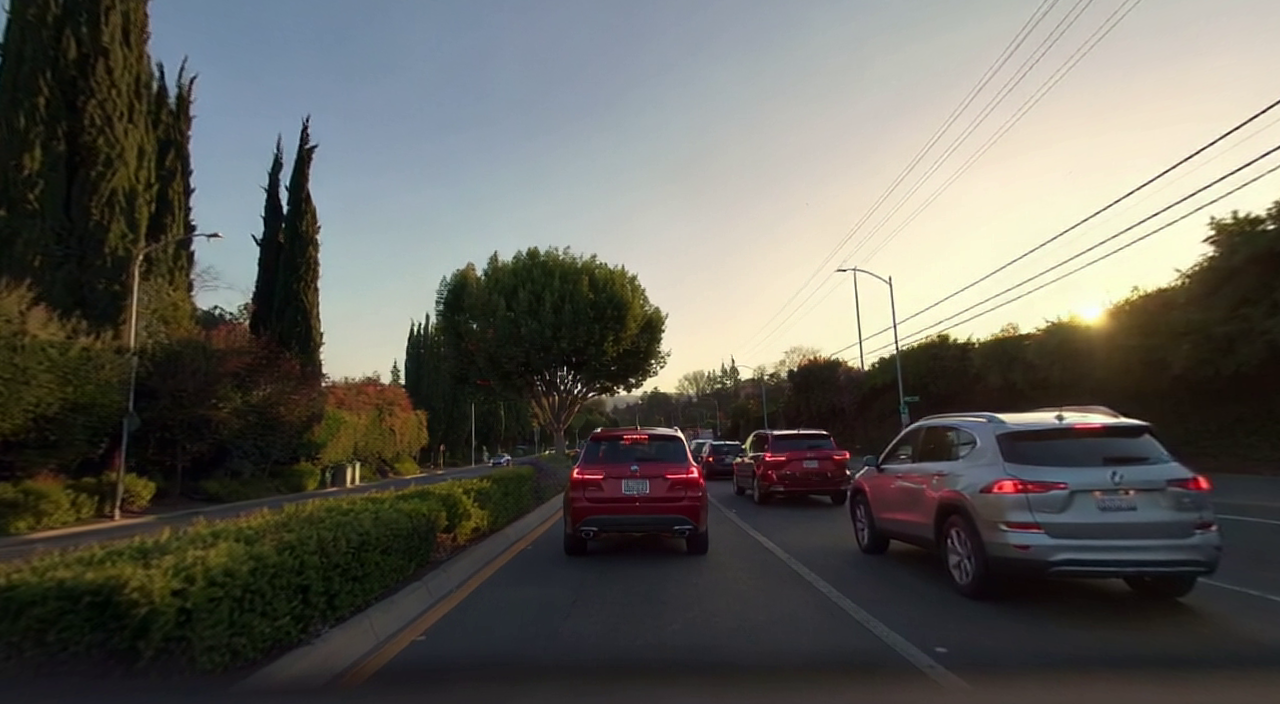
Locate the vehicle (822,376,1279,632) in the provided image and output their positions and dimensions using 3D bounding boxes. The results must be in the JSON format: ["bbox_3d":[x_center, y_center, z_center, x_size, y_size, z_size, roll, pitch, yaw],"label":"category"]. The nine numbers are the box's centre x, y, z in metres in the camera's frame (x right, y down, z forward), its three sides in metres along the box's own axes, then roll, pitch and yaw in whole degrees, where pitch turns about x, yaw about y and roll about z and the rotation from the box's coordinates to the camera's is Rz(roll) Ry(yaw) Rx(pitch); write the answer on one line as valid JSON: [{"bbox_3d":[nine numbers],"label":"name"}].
[{"bbox_3d":[3.512,1.328,6.431,2.001,1.707,4.250,0,-8,-1],"label":"vehicle"}]

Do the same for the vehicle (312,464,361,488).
[{"bbox_3d":[-22.906,9.368,47.827,1.847,1.554,3.926,0,-8,-1],"label":"vehicle"}]

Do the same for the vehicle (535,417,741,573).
[{"bbox_3d":[-0.064,1.845,8.943,2.199,1.641,4.232,0,-8,-1],"label":"vehicle"}]

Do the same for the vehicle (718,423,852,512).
[{"bbox_3d":[3.276,2.719,15.353,2.097,1.818,4.625,0,-8,-1],"label":"vehicle"}]
